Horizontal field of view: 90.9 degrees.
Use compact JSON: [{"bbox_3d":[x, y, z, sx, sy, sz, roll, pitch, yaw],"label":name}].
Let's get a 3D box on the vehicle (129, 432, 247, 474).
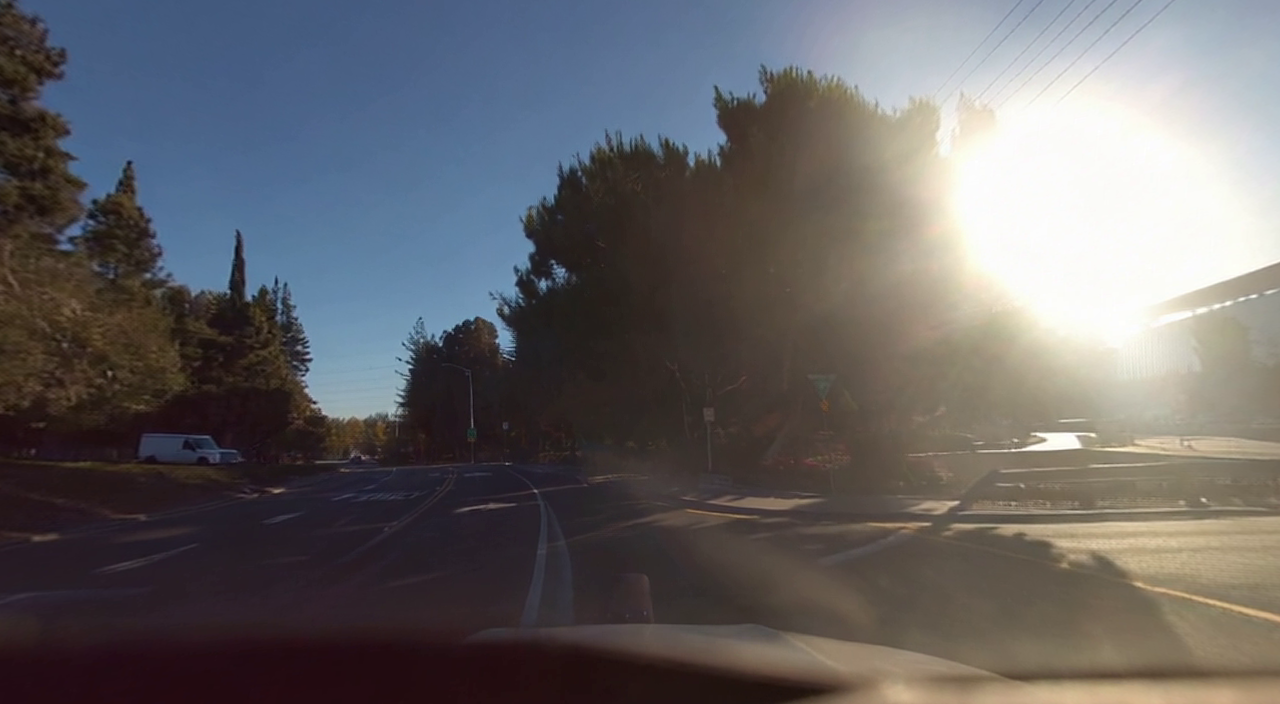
[{"bbox_3d":[-23.107,5.160,32.268,4.699,1.996,2.116,-2,-9,11],"label":"vehicle"}]
